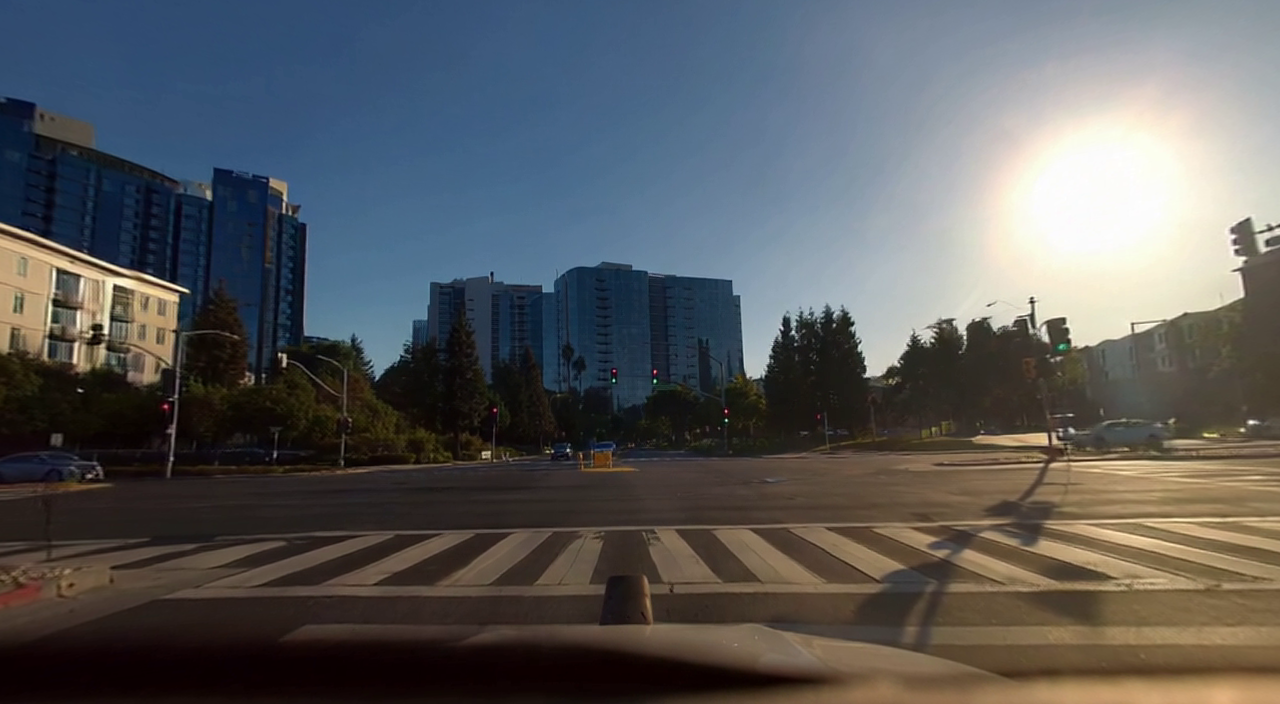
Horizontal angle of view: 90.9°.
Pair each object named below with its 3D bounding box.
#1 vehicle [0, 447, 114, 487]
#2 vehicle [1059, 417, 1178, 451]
[{"bbox_3d":[-25.202,4.822,26.607,4.332,1.573,1.900,0,-8,3],"label":"vehicle"},{"bbox_3d":[24.727,4.261,32.706,4.483,1.691,1.949,0,-8,2],"label":"vehicle"}]
